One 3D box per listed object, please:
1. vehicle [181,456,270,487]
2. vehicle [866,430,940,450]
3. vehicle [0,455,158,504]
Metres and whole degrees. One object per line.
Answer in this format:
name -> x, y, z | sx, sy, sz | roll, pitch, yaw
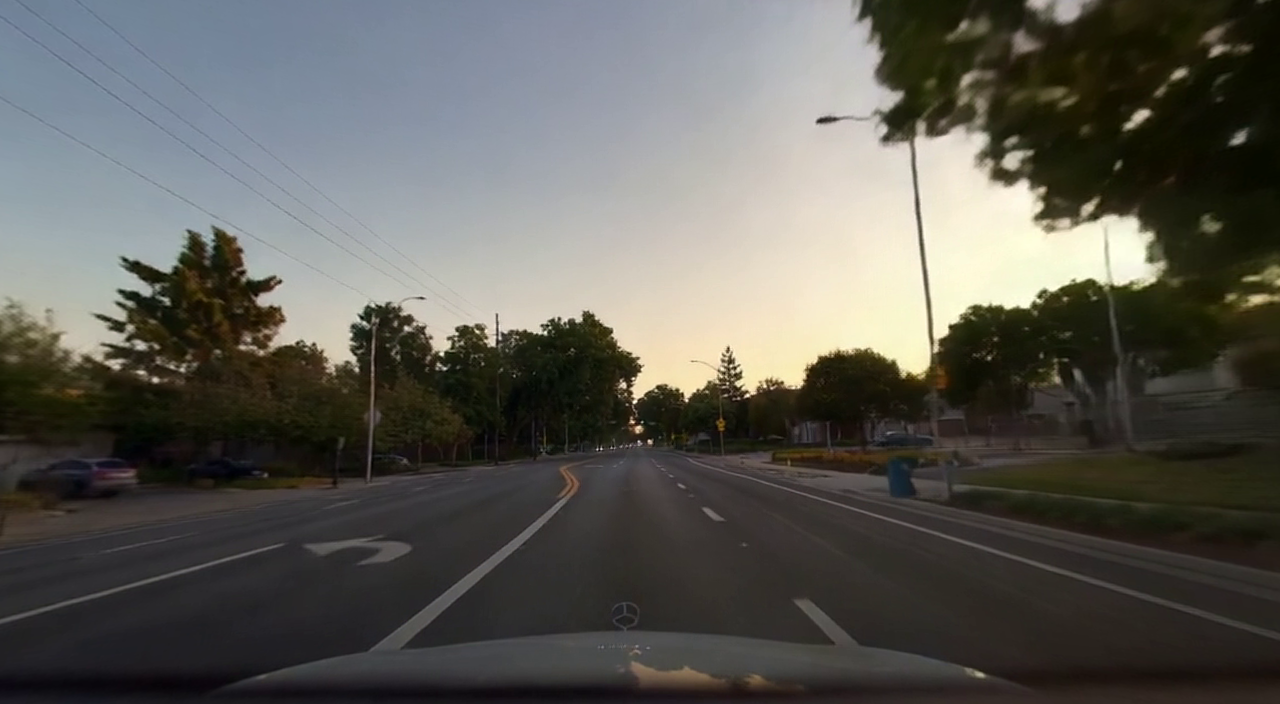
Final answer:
vehicle -> -24.122, 6.919, 36.975 | 2.067, 1.644, 4.216 | 0, -9, 4
vehicle -> 19.334, 6.503, 46.646 | 4.621, 1.393, 1.824 | -1, -9, 2
vehicle -> -23.130, 5.216, 26.095 | 4.794, 1.869, 2.060 | -1, -9, 4
